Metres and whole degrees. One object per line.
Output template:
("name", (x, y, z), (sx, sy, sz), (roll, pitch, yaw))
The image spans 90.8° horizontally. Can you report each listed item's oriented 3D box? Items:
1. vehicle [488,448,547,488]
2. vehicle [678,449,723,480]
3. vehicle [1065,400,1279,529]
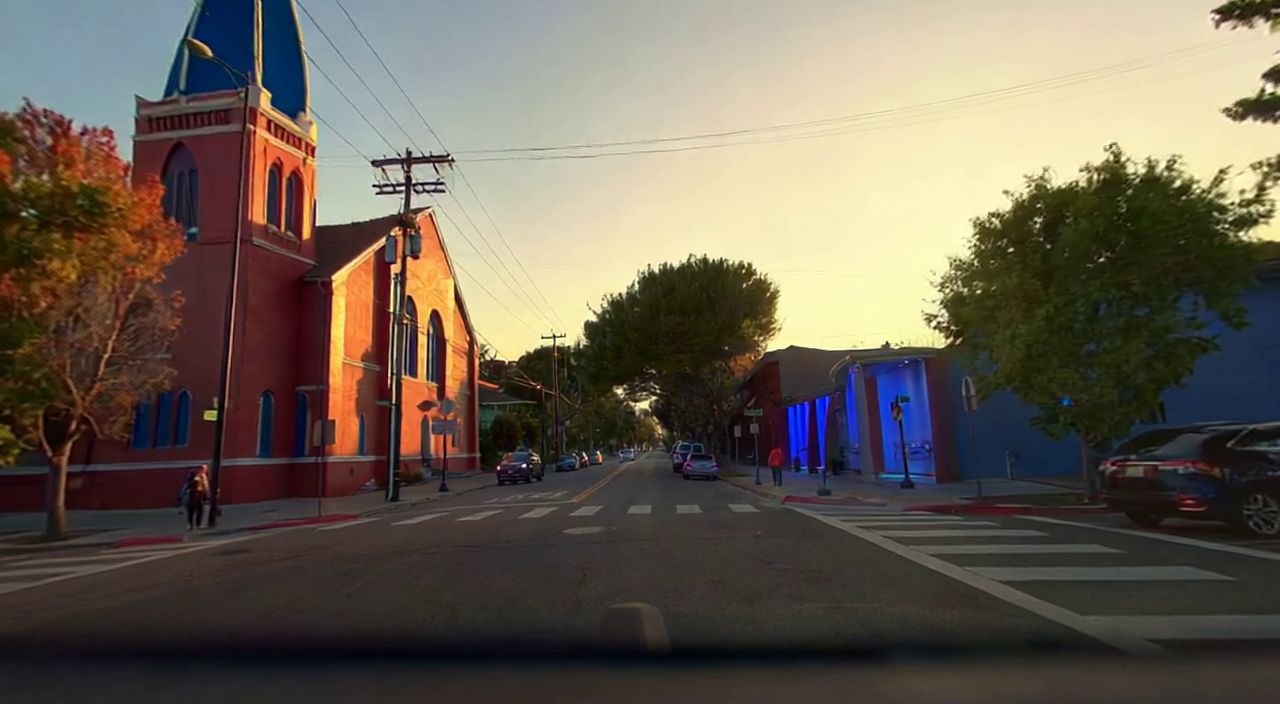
("vehicle", (-6.437, 6.086, 33.590), (2.140, 1.746, 4.385), (-4, -8, 1))
("vehicle", (3.051, 5.783, 32.732), (1.966, 1.471, 4.552), (0, -9, 0))
("vehicle", (10.097, 1.750, 10.043), (5.100, 1.806, 2.124), (0, -9, 0))
